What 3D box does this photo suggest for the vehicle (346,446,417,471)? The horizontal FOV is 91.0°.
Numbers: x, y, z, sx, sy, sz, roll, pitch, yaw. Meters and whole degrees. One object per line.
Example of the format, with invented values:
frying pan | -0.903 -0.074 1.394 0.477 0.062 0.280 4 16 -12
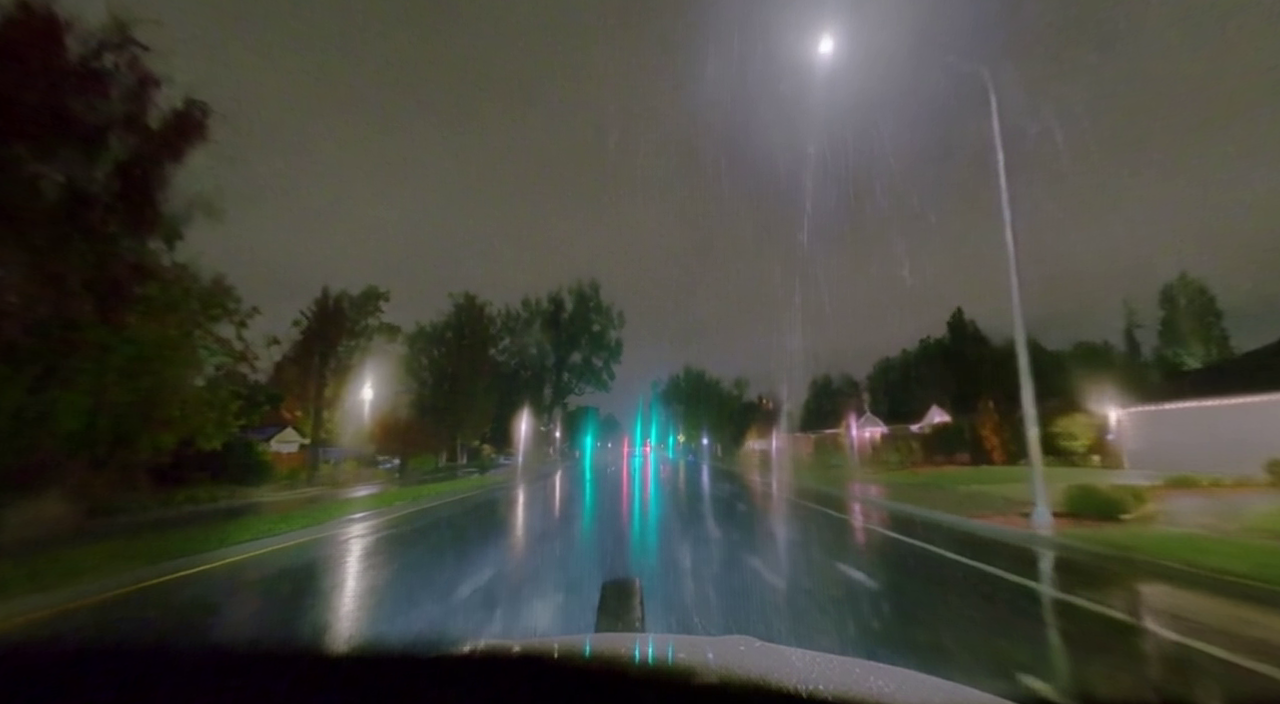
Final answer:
vehicle | -18.944 7.822 46.209 4.170 1.704 2.174 0 -9 4
